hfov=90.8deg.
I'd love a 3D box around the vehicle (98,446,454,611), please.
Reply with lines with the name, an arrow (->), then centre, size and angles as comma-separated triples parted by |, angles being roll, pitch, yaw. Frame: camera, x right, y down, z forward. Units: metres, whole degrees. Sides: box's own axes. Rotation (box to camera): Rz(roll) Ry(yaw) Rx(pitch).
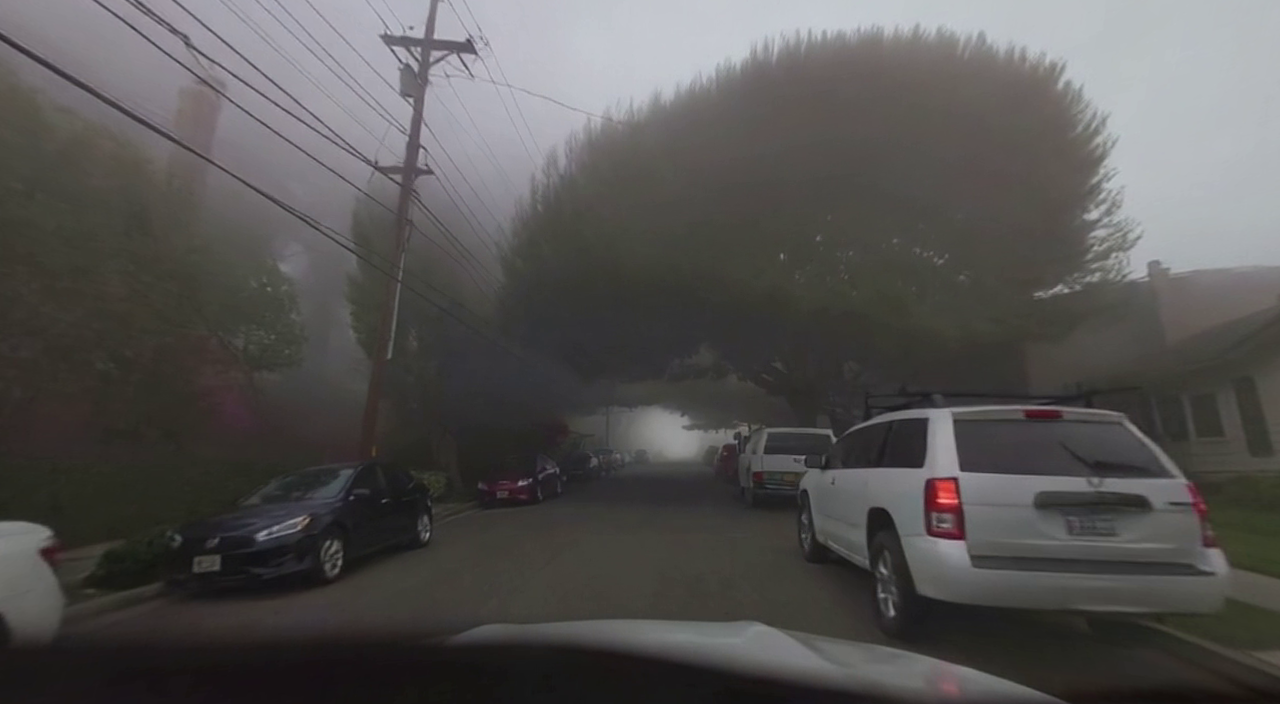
vehicle -> -4.175, 2.014, 8.272 | 1.796, 1.532, 4.244 | -1, -8, 6

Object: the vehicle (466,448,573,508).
vehicle -> -3.425, 3.672, 18.989 | 1.988, 1.541, 4.686 | -1, -8, 4

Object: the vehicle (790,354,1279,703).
vehicle -> 2.717, 1.276, 5.437 | 1.992, 1.853, 4.704 | -1, -8, 4

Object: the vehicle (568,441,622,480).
vehicle -> -2.350, 5.855, 34.394 | 2.280, 1.953, 5.092 | -1, -8, 3

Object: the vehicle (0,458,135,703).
vehicle -> -4.582, 1.130, 2.164 | 1.932, 1.431, 4.198 | -1, -8, 7
